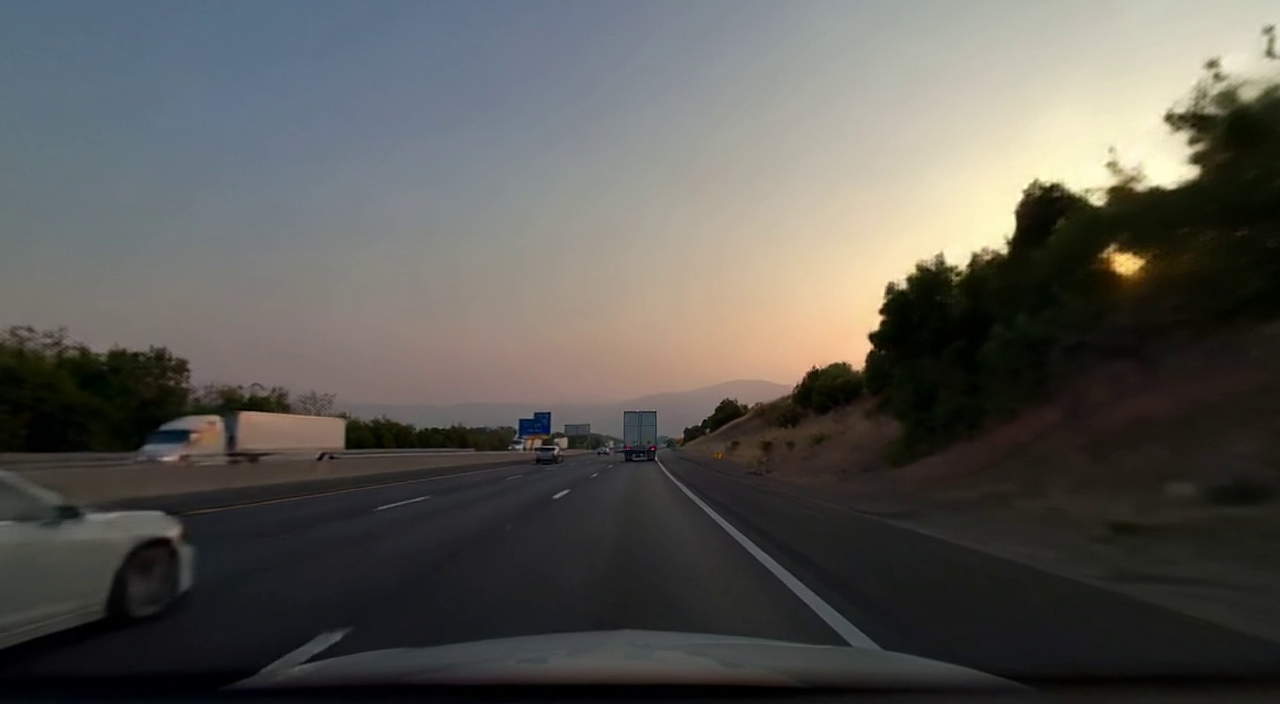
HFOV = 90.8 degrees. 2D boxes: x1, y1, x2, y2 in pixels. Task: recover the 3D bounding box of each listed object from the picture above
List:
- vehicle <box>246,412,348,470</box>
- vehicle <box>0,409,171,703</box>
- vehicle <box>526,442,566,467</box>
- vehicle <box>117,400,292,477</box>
[{"bbox_3d":[-25.365,6.716,47.262,2.879,3.905,8.219,0,-9,0],"label":"vehicle"},{"bbox_3d":[-4.066,0.891,2.068,2.024,1.515,3.907,0,-9,0],"label":"vehicle"},{"bbox_3d":[-6.543,7.208,44.360,2.067,1.676,4.789,0,-9,1],"label":"vehicle"},{"bbox_3d":[-25.381,5.274,37.817,2.961,3.925,10.312,0,-9,1],"label":"vehicle"}]
